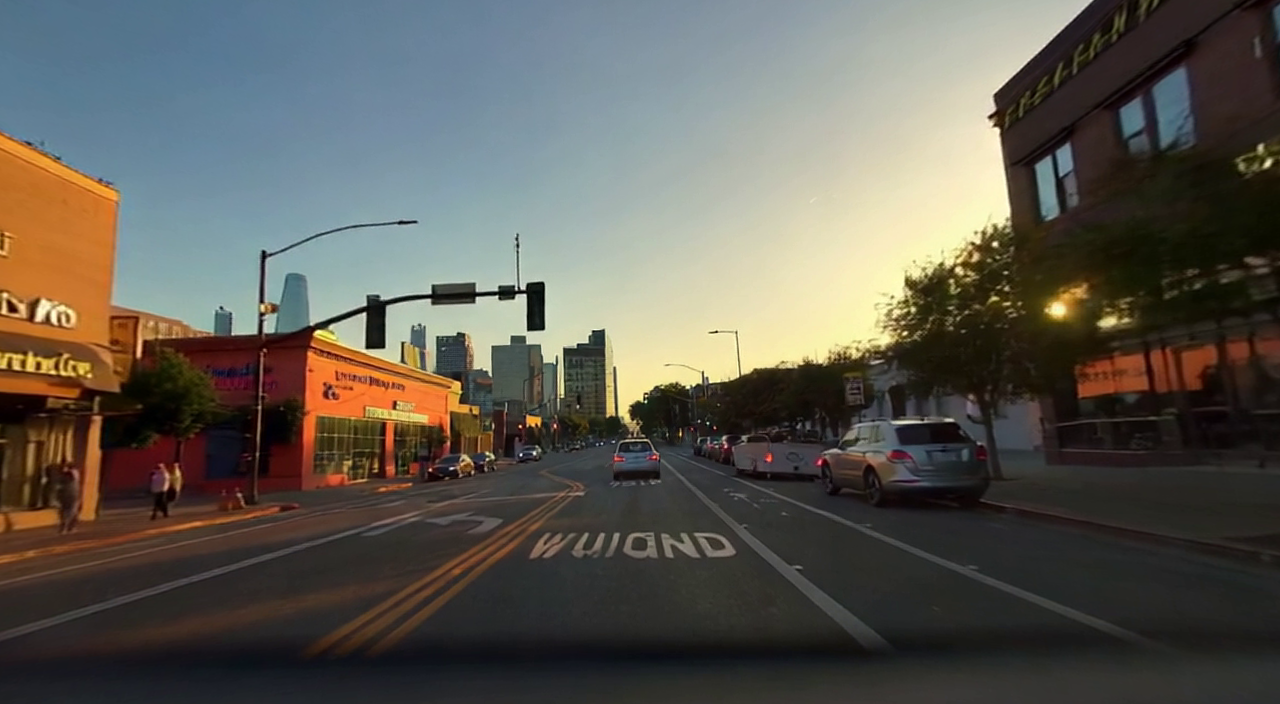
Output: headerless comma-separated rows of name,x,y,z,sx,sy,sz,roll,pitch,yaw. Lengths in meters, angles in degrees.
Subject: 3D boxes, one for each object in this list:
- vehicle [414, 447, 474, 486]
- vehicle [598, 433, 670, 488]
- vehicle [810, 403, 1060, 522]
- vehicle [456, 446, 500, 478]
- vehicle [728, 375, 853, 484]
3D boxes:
vehicle,-11.280,6.578,36.636,2.055,1.685,4.370,-6,-5,-1
vehicle,-0.181,3.498,20.735,2.086,1.575,4.205,0,-8,0
vehicle,5.588,2.211,13.223,2.367,1.917,5.810,0,-8,-1
vehicle,-11.355,7.695,44.575,1.872,1.731,4.656,-4,-6,-2
vehicle,5.424,3.050,24.408,2.893,3.553,7.295,0,-8,-1
